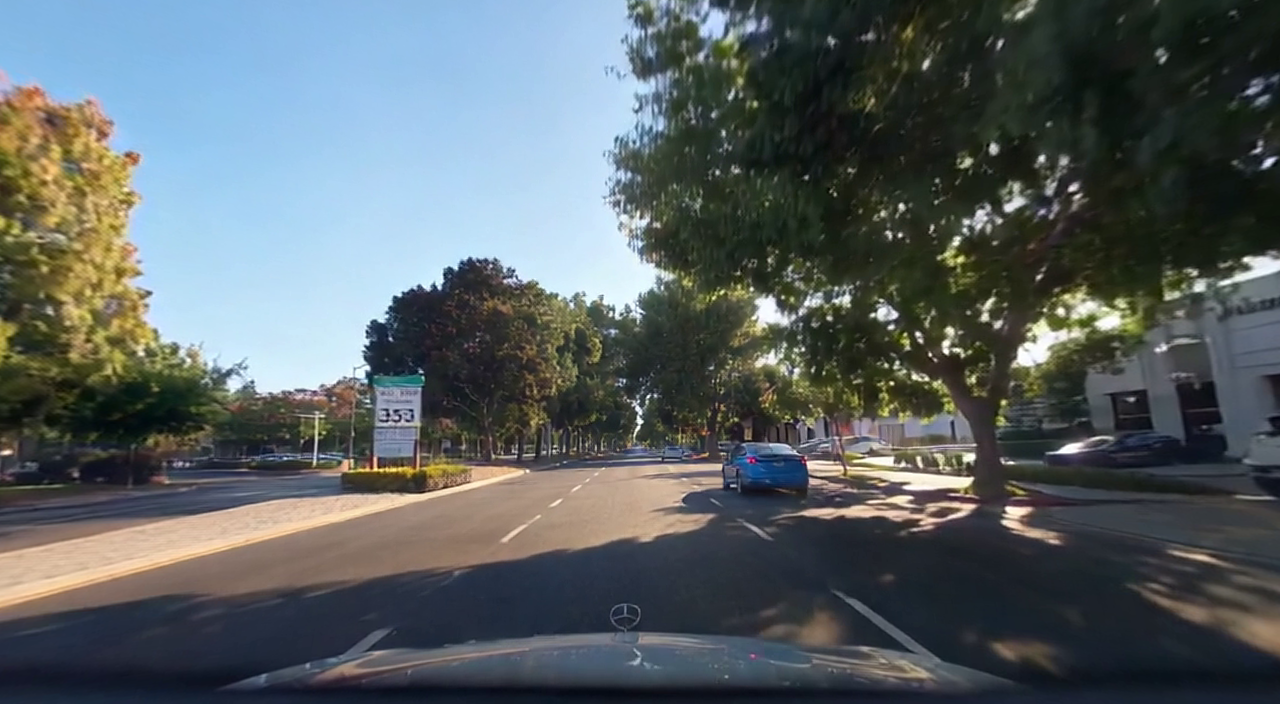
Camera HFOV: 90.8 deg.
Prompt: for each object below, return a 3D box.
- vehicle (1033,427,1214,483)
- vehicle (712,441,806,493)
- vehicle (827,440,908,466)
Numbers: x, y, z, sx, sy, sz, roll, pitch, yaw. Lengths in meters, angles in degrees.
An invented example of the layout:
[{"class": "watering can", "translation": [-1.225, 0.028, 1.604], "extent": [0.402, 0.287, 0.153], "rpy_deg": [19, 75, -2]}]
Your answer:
[{"class": "vehicle", "translation": [15.403, 3.289, 20.328], "extent": [4.112, 1.642, 2.055], "rpy_deg": [0, -8, -2]}, {"class": "vehicle", "translation": [3.699, 3.661, 20.611], "extent": [2.033, 1.482, 4.571], "rpy_deg": [0, -8, -2]}, {"class": "vehicle", "translation": [15.792, 7.037, 44.016], "extent": [4.684, 1.448, 2.090], "rpy_deg": [-4, -8, -2]}]
